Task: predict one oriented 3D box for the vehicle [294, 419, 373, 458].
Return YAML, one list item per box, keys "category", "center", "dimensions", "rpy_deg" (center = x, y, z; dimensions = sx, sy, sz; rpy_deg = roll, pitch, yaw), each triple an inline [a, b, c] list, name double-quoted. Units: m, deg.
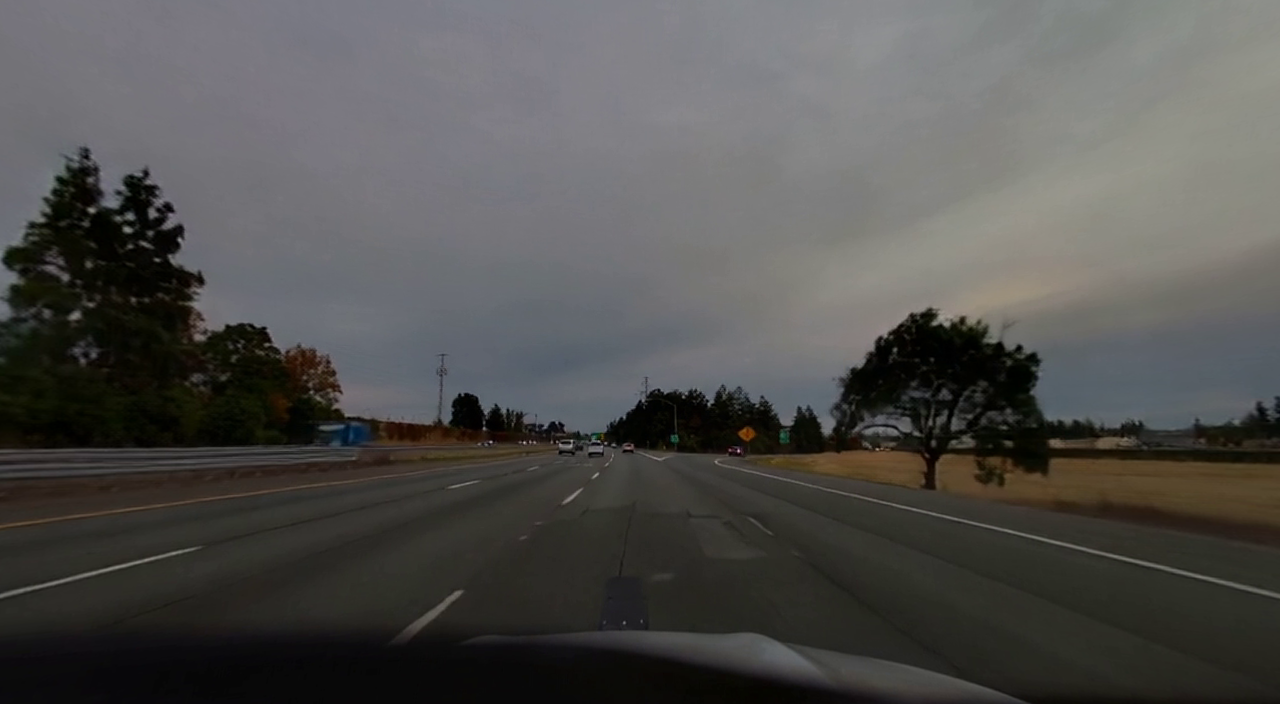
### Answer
- category: "vehicle"
  center: [-21.295, 6.083, 43.965]
  dimensions: [2.396, 2.530, 6.033]
  rpy_deg: [0, -8, 0]
